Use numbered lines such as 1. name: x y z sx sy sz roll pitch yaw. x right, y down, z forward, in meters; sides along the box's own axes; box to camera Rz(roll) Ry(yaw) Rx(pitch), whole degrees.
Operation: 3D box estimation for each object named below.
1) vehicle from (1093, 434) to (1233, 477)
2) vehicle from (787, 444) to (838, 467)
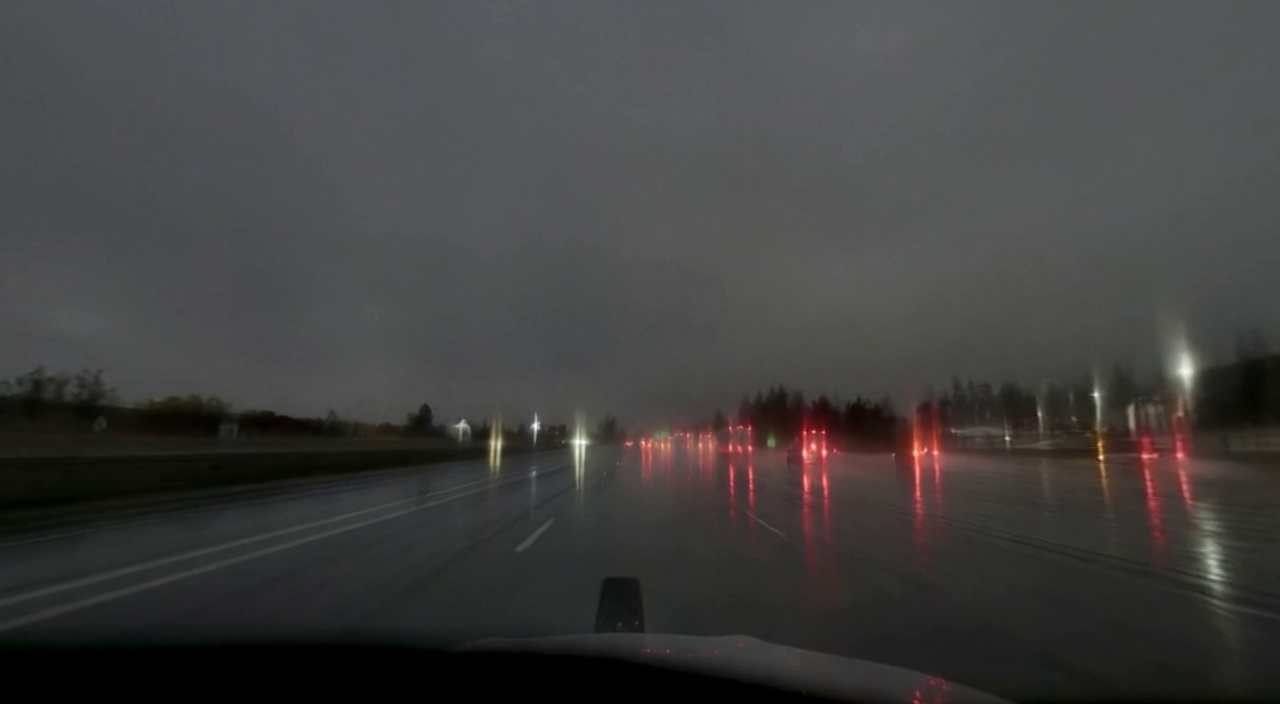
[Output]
1. vehicle: 24.848 4.925 30.213 2.074 1.881 5.056 1 -8 -5
2. vehicle: 11.389 6.840 41.835 2.017 1.478 4.364 0 -8 -3
